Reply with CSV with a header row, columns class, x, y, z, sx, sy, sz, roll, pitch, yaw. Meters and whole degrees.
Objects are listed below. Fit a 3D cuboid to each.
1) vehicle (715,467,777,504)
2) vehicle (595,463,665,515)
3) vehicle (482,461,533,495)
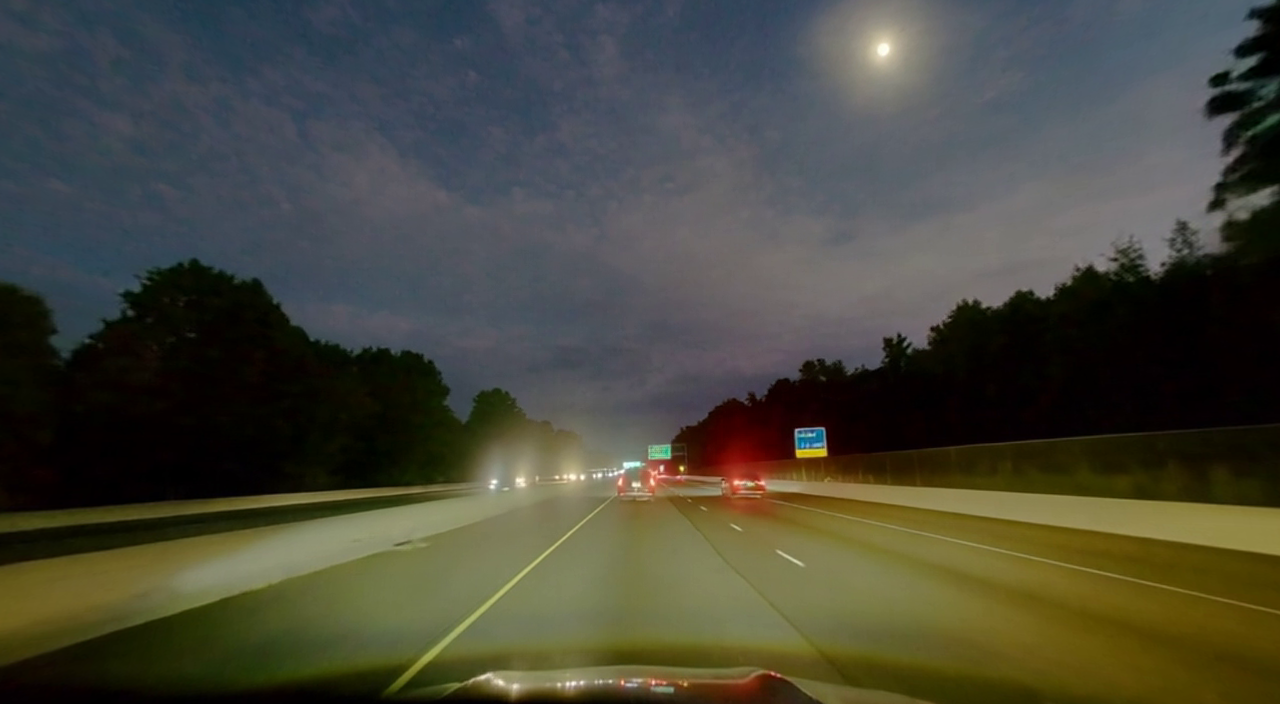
class,x,y,z,sx,sy,sz,roll,pitch,yaw
vehicle,4.596,5.866,28.019,1.974,1.476,4.119,1,-10,-1
vehicle,-0.294,4.395,20.536,2.060,1.473,3.726,1,-10,0
vehicle,-8.614,8.264,41.539,2.231,2.036,4.904,1,-10,0
